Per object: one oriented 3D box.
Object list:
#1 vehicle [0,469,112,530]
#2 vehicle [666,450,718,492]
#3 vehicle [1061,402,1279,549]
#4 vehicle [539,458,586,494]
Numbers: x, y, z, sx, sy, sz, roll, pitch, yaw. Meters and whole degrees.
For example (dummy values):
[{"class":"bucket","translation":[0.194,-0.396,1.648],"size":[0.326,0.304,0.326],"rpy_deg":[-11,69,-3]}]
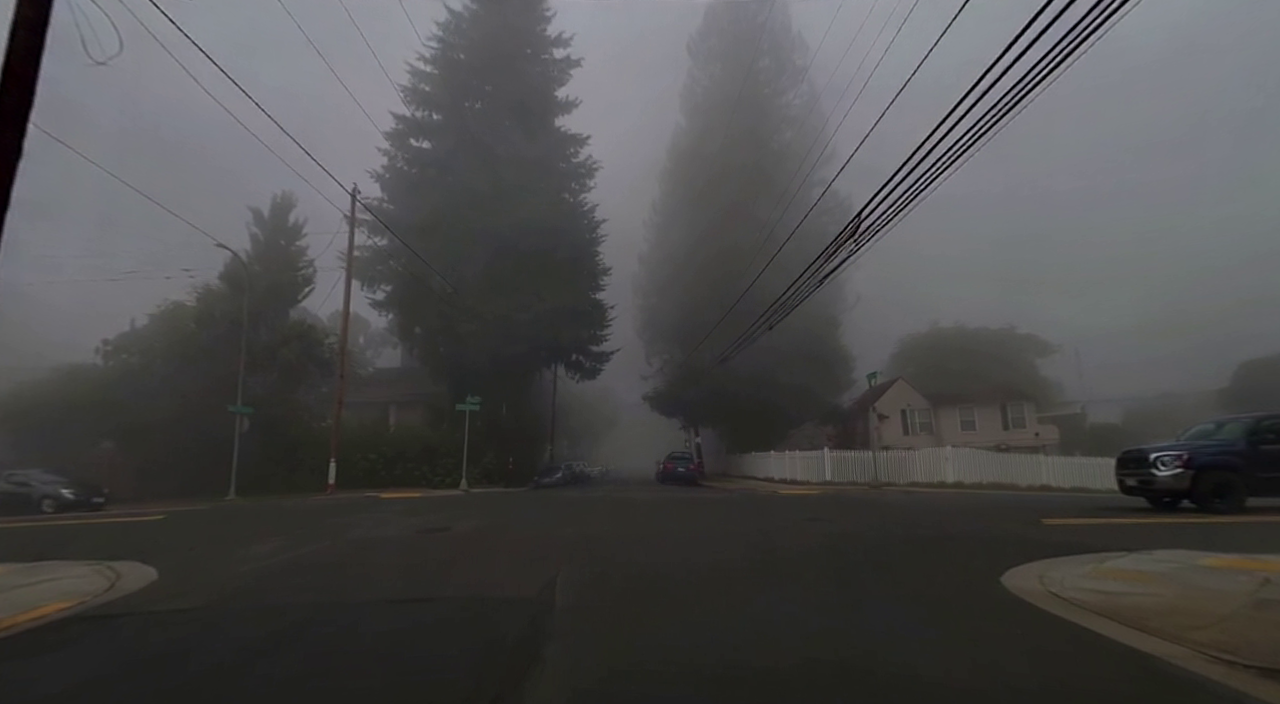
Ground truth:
[{"class":"vehicle","translation":[-19.196,4.500,19.482],"size":[3.977,1.665,1.976],"rpy_deg":[0,-8,0]},{"class":"vehicle","translation":[2.570,5.980,32.163],"size":[2.051,1.874,4.459],"rpy_deg":[0,-8,-3]},{"class":"vehicle","translation":[9.668,1.818,9.683],"size":[4.677,1.949,2.334],"rpy_deg":[-1,-8,3]},{"class":"vehicle","translation":[-4.297,6.915,35.697],"size":[2.189,1.771,4.571],"rpy_deg":[0,-8,-1]}]
